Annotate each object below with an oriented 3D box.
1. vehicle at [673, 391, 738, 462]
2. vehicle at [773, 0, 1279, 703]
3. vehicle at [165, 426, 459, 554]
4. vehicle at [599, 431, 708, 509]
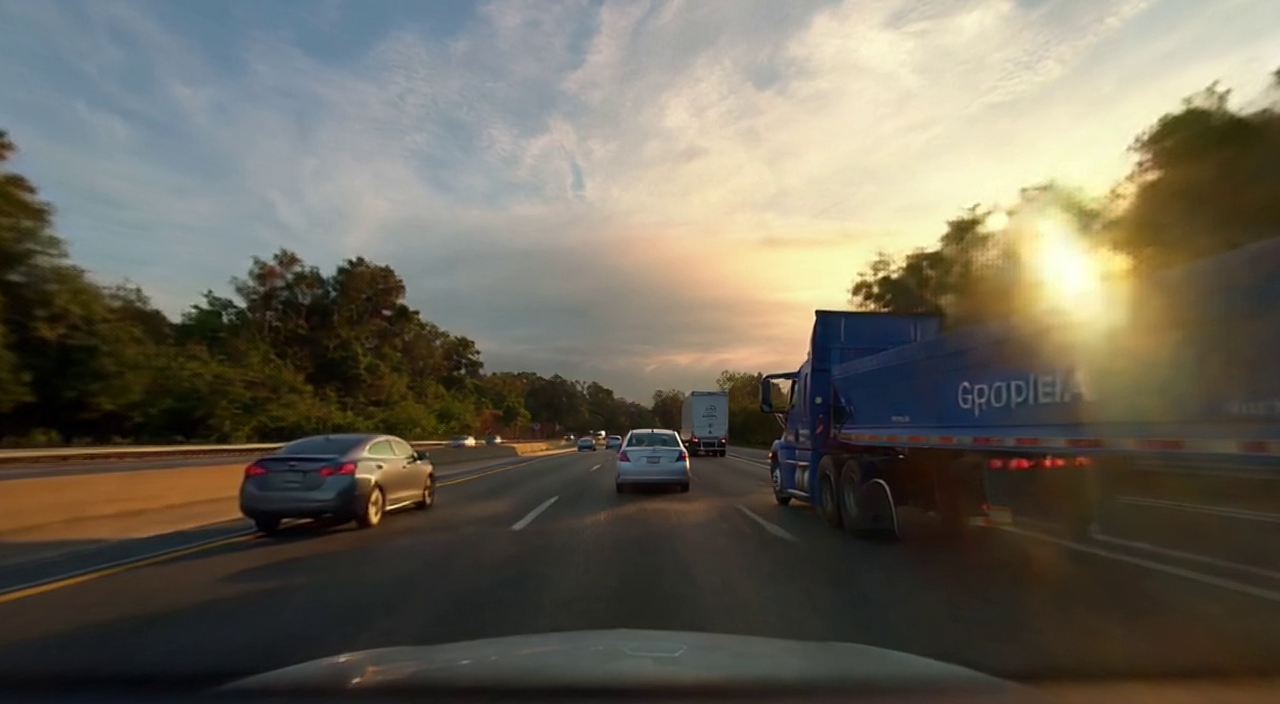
[{"bbox_3d":[4.098,5.160,42.842,2.869,4.067,13.731,0,-8,0],"label":"vehicle"},{"bbox_3d":[4.196,0.069,5.598,2.816,4.070,14.136,0,-8,-1],"label":"vehicle"},{"bbox_3d":[-4.417,1.890,9.512,2.048,1.452,4.430,0,-8,0],"label":"vehicle"},{"bbox_3d":[0.243,2.450,13.604,2.021,1.435,3.611,0,-8,0],"label":"vehicle"}]
